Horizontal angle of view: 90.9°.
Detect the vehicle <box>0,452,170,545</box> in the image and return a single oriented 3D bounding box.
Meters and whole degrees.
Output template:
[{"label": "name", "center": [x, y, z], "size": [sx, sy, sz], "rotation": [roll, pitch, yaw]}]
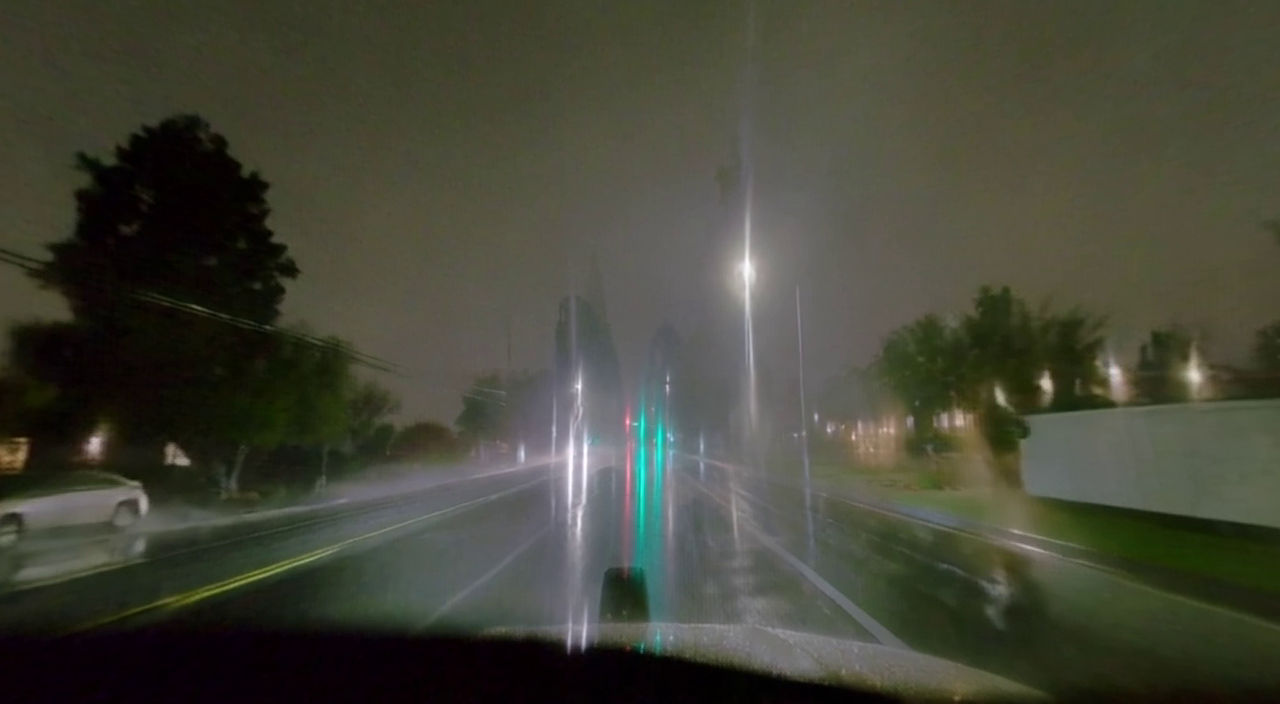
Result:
[{"label": "vehicle", "center": [-12.616, 3.011, 13.199], "size": [1.921, 1.611, 4.713], "rotation": [-3, -8, 0]}]
